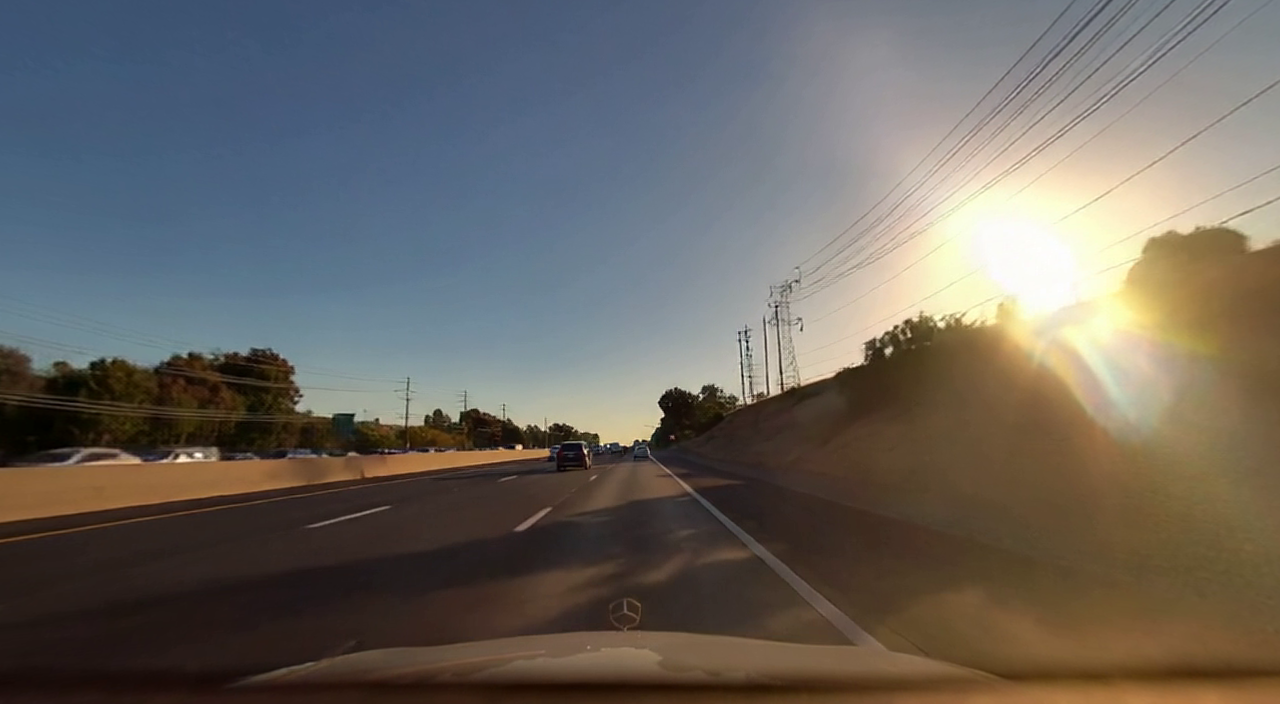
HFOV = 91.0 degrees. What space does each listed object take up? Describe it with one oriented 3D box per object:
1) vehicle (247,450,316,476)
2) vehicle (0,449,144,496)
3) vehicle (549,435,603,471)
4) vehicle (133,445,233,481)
[{"bbox_3d":[-24.827,7.682,43.784,2.015,1.672,4.634,0,-9,1],"label":"vehicle"},{"bbox_3d":[-24.469,5.043,26.939,2.001,1.787,5.480,0,-9,0],"label":"vehicle"},{"bbox_3d":[-3.709,6.021,37.650,2.577,1.939,5.408,0,-9,1],"label":"vehicle"},{"bbox_3d":[-35.775,8.670,49.635,2.863,2.643,6.699,0,-9,-1],"label":"vehicle"}]
